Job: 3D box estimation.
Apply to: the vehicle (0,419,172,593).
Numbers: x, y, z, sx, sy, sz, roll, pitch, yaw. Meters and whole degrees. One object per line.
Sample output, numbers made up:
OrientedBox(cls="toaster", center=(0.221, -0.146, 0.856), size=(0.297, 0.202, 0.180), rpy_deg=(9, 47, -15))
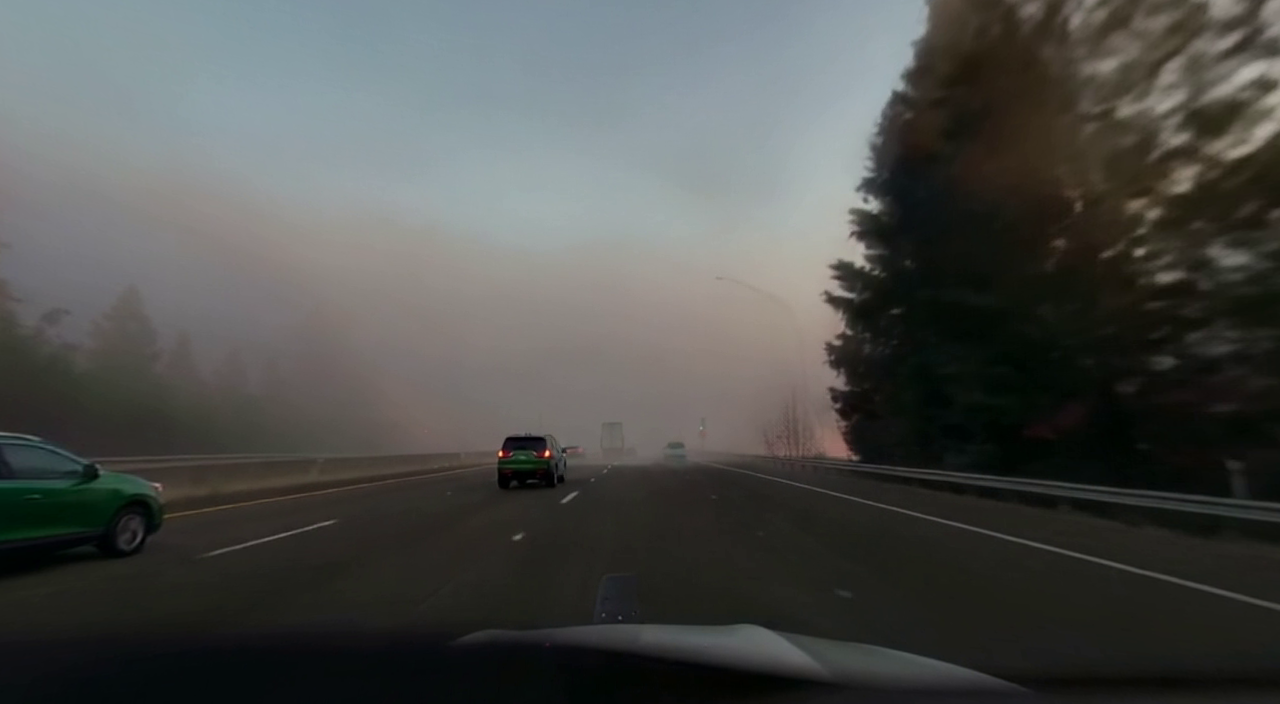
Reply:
OrientedBox(cls="vehicle", center=(-6.633, 1.320, 5.380), size=(1.969, 1.520, 4.190), rpy_deg=(1, -9, 1))

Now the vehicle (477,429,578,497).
OrientedBox(cls="vehicle", center=(-3.181, 3.244, 18.785), size=(2.111, 1.742, 4.315), rpy_deg=(0, -9, 1))
